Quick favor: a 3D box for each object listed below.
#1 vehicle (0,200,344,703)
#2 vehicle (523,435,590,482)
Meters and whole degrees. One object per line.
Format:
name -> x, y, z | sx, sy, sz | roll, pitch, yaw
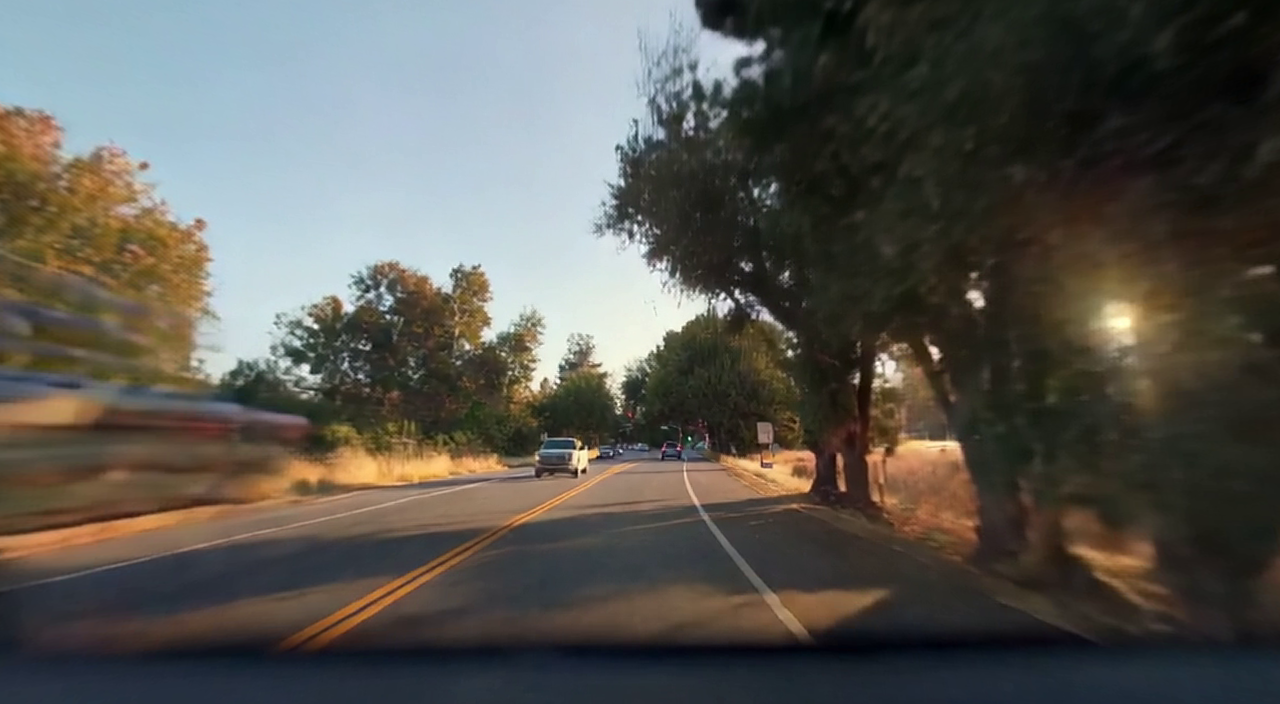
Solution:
vehicle -> -4.114, 0.460, 1.932 | 2.825, 2.376, 7.468 | 0, -9, 0
vehicle -> -3.401, 4.439, 26.620 | 2.097, 1.791, 4.663 | -1, -9, 1
